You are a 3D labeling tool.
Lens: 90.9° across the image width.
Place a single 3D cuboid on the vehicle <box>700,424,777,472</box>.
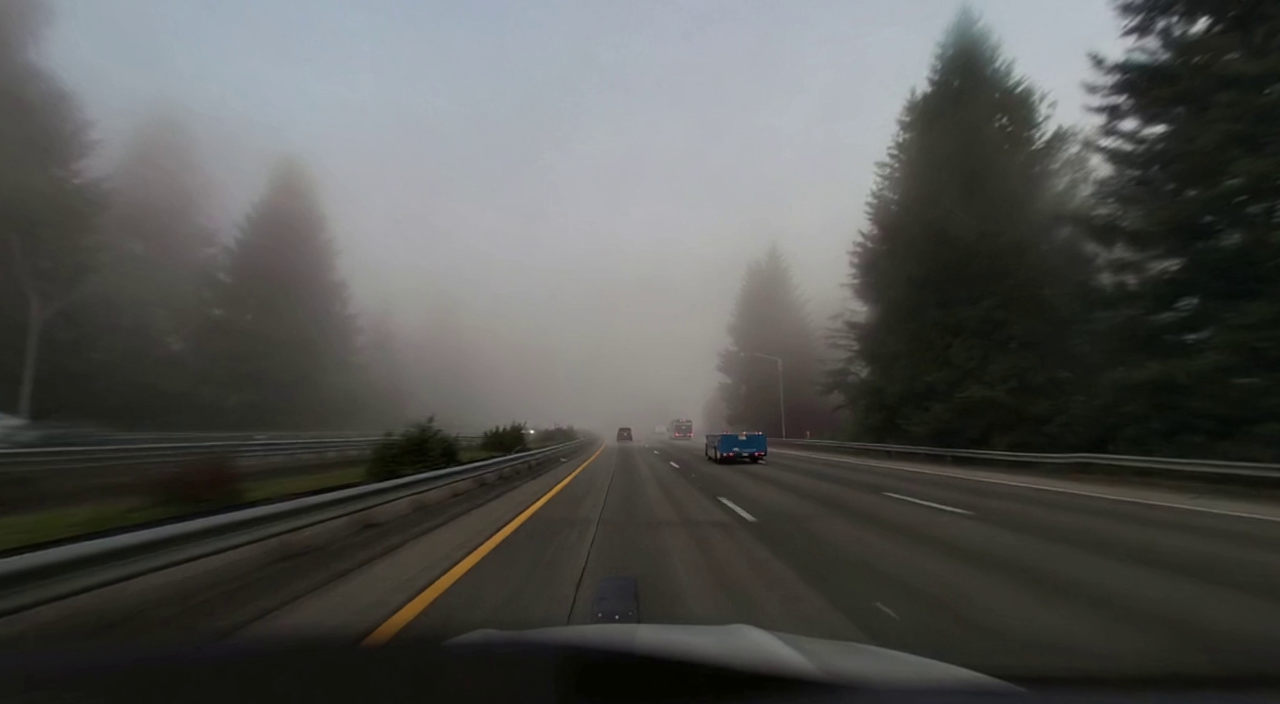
[{"bbox_3d":[3.472,3.462,22.937,2.002,1.569,3.845,0,-8,-2],"label":"vehicle"}]
